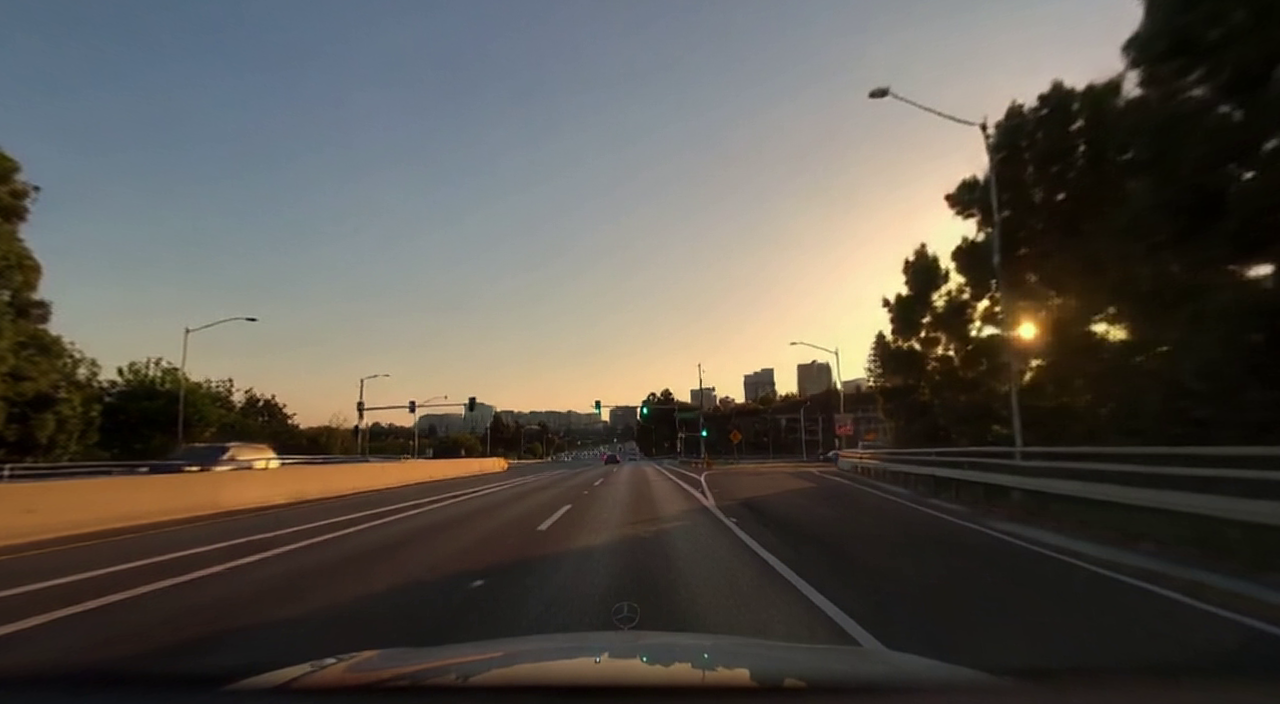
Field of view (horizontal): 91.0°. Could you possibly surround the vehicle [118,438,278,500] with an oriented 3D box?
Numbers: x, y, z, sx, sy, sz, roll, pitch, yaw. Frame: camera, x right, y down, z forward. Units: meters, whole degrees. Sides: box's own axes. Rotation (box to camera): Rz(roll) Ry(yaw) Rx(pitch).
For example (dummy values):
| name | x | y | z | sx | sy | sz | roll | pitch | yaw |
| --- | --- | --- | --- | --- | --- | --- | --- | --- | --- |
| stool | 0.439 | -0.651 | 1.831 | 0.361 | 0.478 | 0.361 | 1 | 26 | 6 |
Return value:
| name | x | y | z | sx | sy | sz | roll | pitch | yaw |
| --- | --- | --- | --- | --- | --- | --- | --- | --- | --- |
| vehicle | -13.855 | 3.666 | 20.162 | 2.020 | 1.719 | 4.366 | 0 | -9 | -2 |
